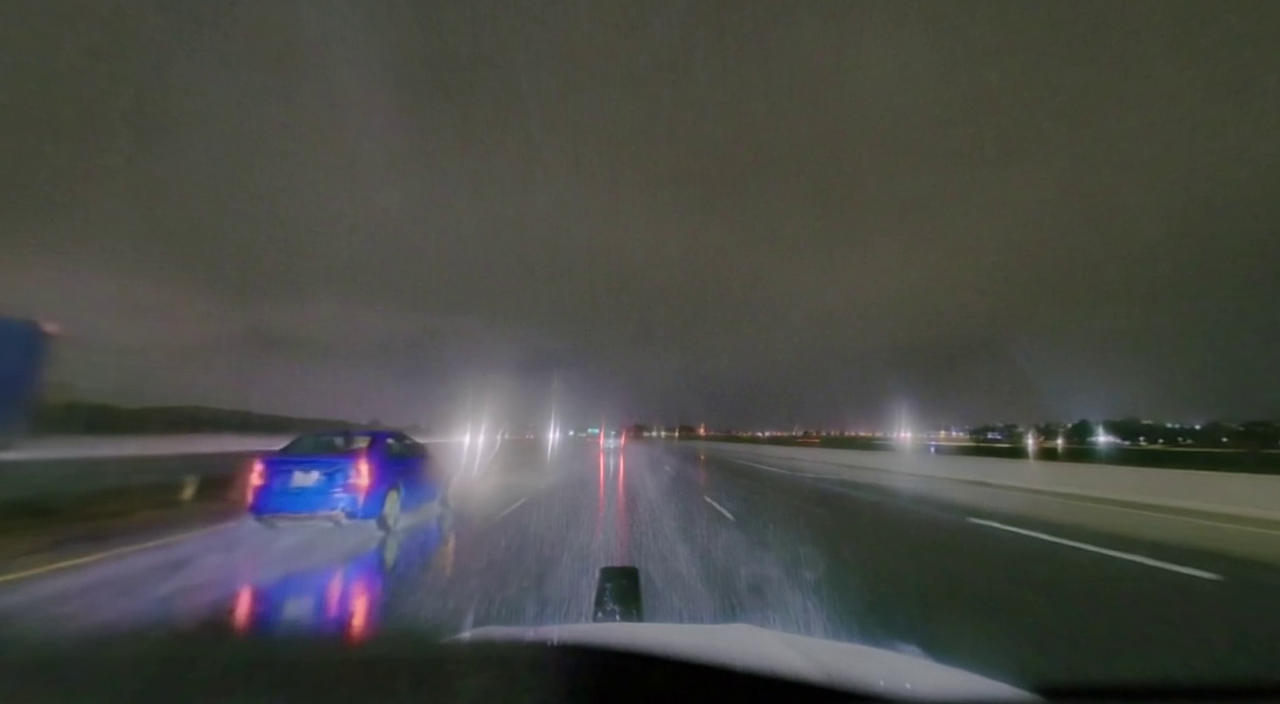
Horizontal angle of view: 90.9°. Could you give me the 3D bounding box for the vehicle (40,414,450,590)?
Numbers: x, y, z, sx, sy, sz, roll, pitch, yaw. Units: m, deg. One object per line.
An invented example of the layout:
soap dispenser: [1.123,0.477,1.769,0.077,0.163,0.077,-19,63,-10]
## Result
vehicle: [-4.299,1.681,8.234,2.141,1.534,5.099,0,-8,-1]

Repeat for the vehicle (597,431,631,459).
vehicle: [-1.633,5.710,38.866,1.997,1.589,4.179,0,-8,-3]
